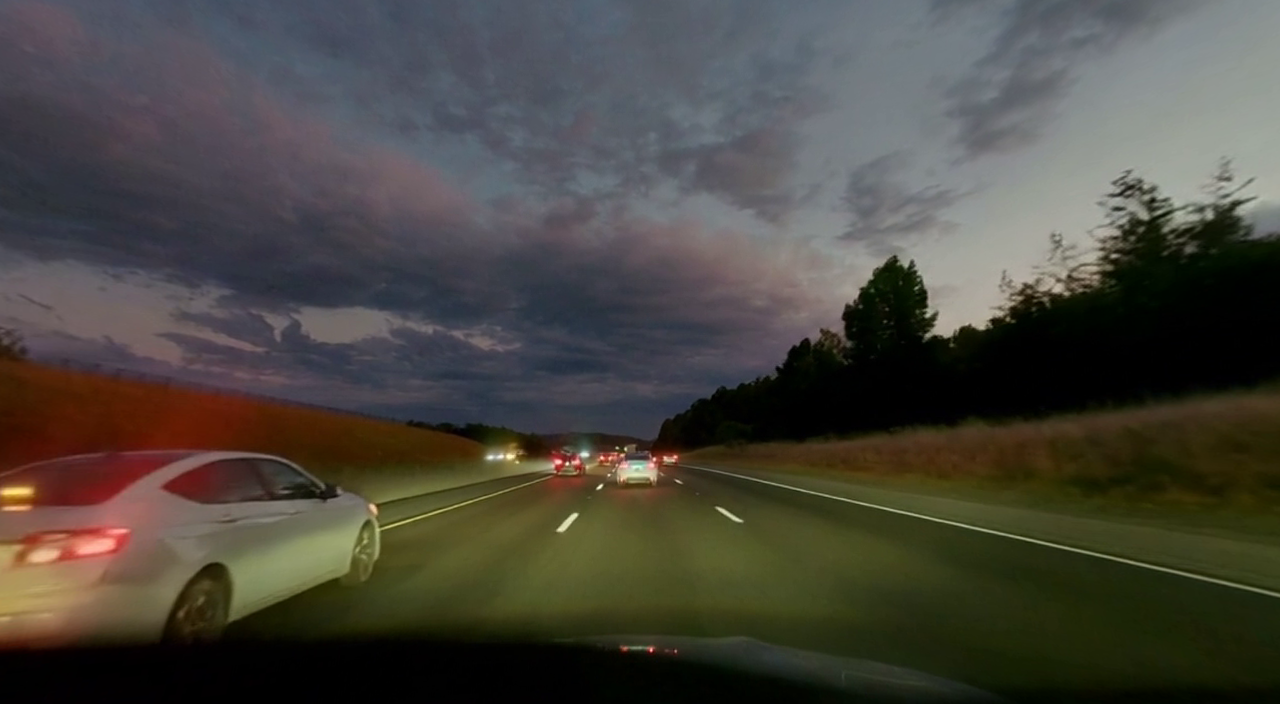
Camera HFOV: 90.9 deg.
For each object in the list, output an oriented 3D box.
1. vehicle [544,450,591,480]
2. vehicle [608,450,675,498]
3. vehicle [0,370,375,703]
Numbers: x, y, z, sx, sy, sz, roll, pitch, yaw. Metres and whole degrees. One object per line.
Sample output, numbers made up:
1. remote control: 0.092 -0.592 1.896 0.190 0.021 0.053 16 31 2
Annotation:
1. vehicle: -3.969 6.254 35.131 2.153 1.581 4.375 0 -9 0
2. vehicle: 0.015 3.989 20.960 2.023 1.400 4.028 0 -9 -1
3. vehicle: -3.697 1.154 4.251 2.048 1.621 4.058 0 -9 0
